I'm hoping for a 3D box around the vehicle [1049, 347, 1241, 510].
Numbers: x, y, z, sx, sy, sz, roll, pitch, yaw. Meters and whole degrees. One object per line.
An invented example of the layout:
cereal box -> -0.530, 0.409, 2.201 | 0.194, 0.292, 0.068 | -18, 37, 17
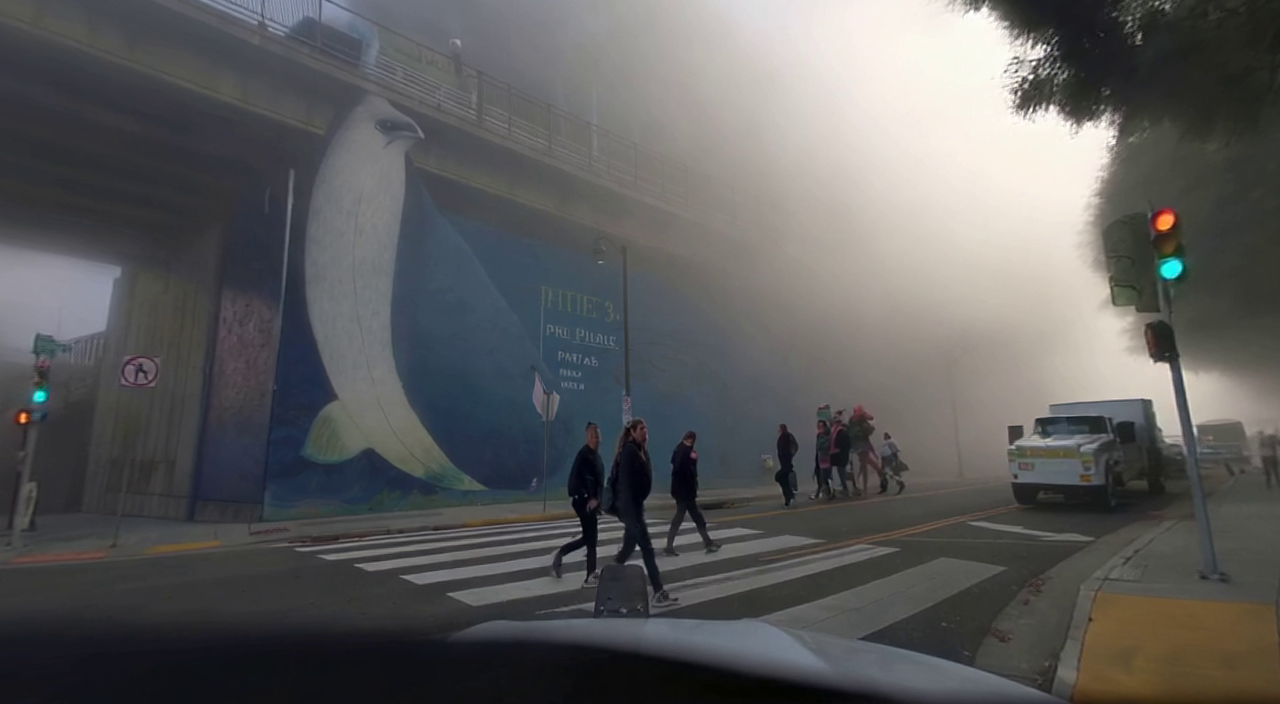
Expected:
vehicle -> 15.771, 2.397, 19.243 | 9.347, 3.893, 2.849 | 7, -11, -42
